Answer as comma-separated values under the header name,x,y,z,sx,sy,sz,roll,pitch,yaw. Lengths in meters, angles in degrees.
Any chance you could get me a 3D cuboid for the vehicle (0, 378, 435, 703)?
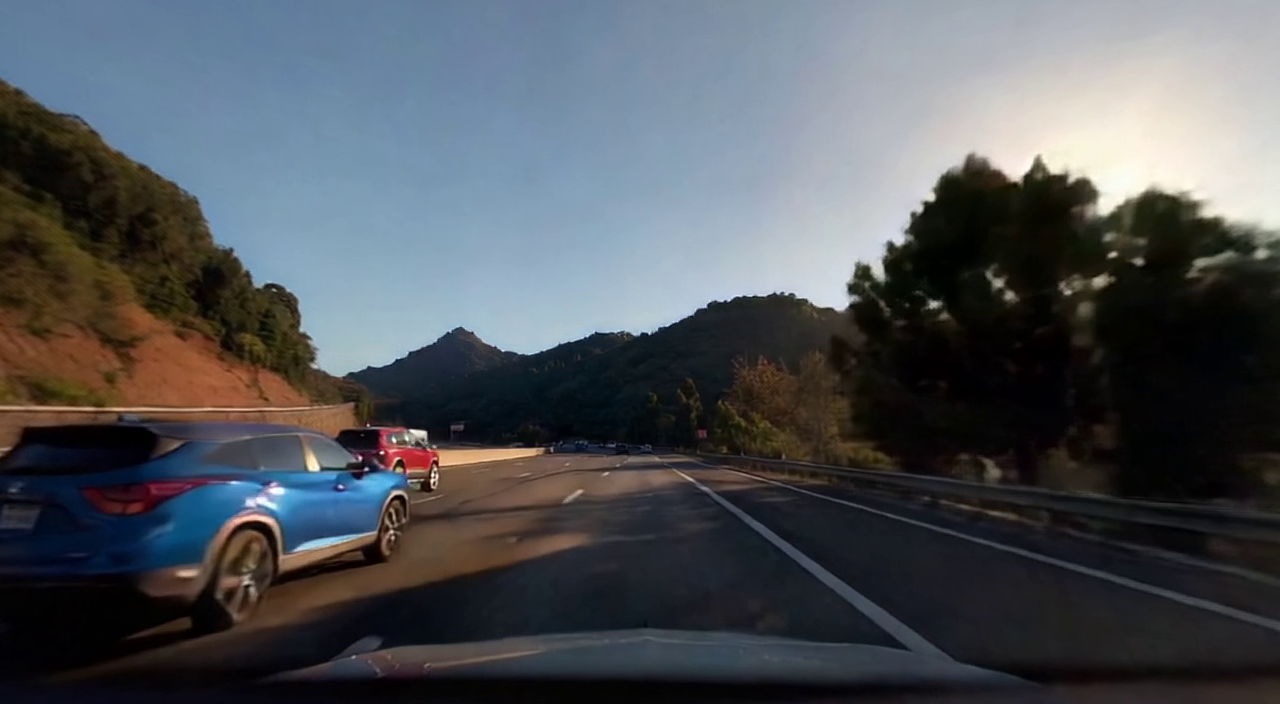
name,x,y,z,sx,sy,sz,roll,pitch,yaw
vehicle,-3.469,1.279,5.308,1.983,1.663,4.290,0,-9,0
